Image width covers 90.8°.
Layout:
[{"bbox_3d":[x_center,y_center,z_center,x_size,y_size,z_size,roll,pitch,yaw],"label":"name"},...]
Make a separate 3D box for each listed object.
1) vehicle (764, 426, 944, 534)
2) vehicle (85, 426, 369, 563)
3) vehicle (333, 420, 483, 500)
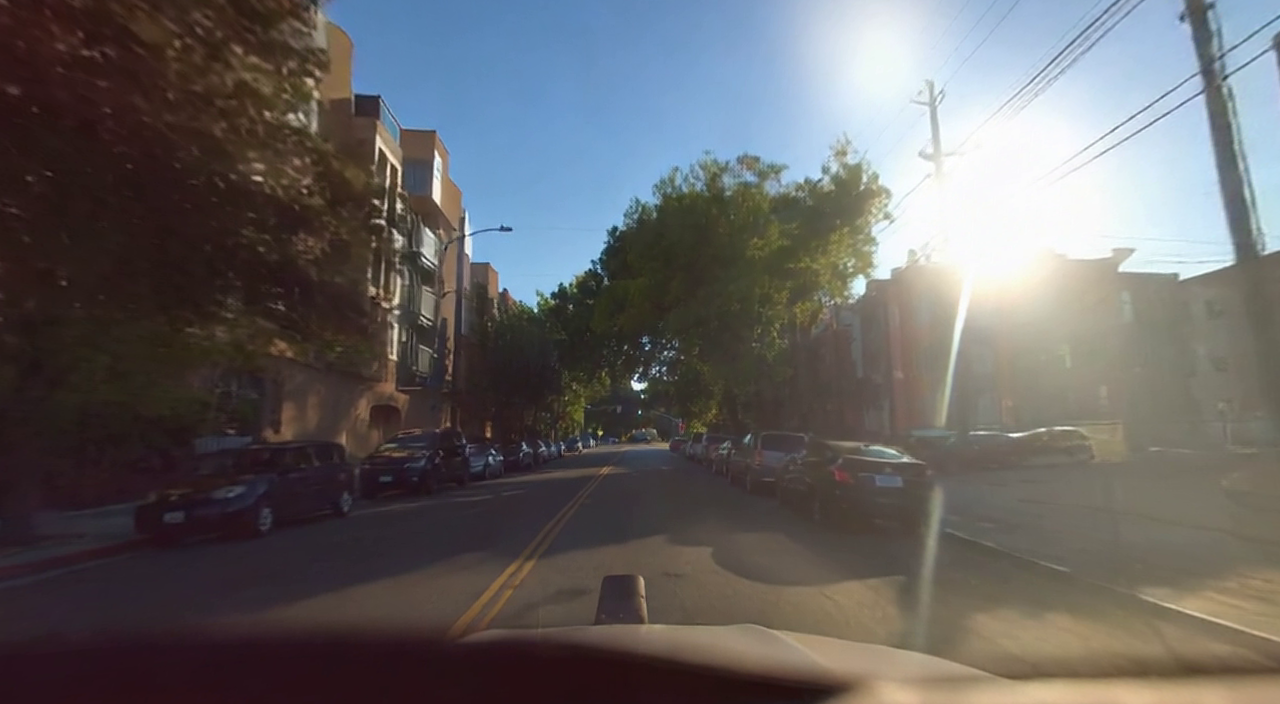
[{"bbox_3d":[3.805,2.300,12.241,1.924,1.657,4.665,0,-7,1],"label":"vehicle"},{"bbox_3d":[-6.376,2.130,10.498,1.763,1.612,4.462,-5,-7,-1],"label":"vehicle"},{"bbox_3d":[-6.166,2.882,17.554,2.175,1.849,4.725,-2,-7,3],"label":"vehicle"}]
